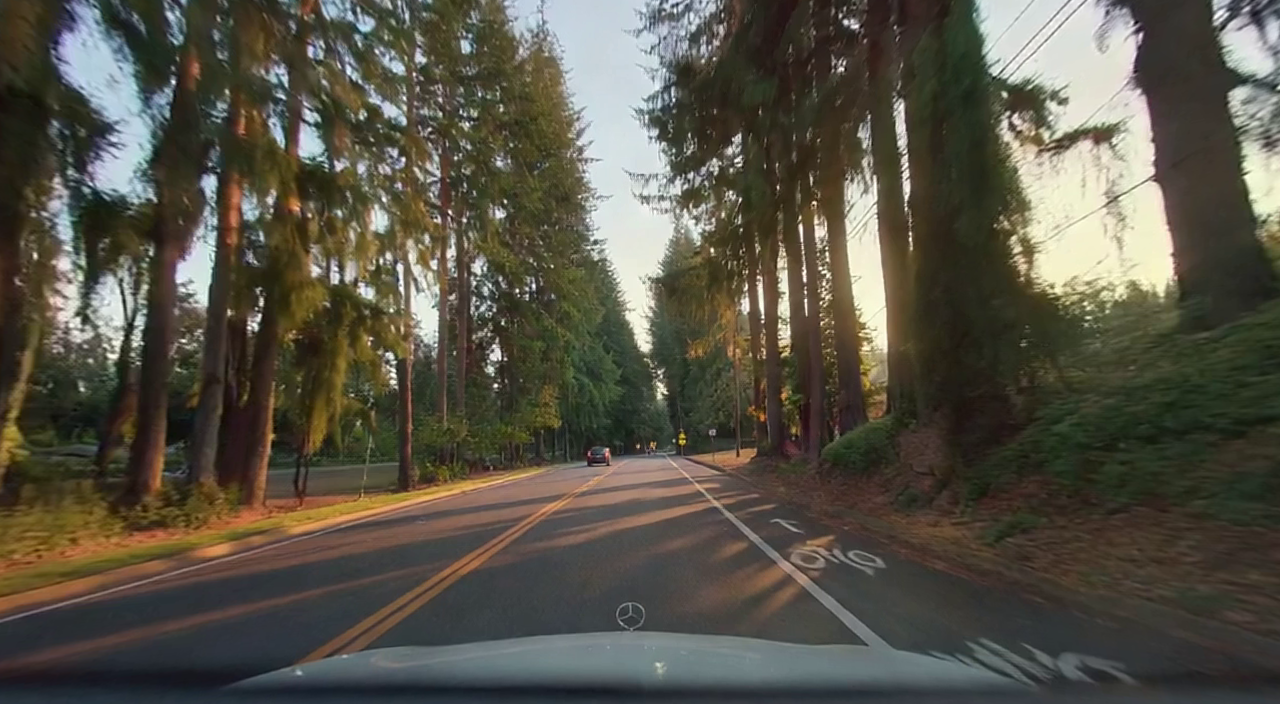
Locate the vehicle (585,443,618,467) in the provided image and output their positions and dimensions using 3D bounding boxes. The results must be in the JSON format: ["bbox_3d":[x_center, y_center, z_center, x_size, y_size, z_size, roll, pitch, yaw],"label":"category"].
[{"bbox_3d":[-2.963,8.039,49.451,2.087,1.821,4.738,0,-8,3],"label":"vehicle"}]
